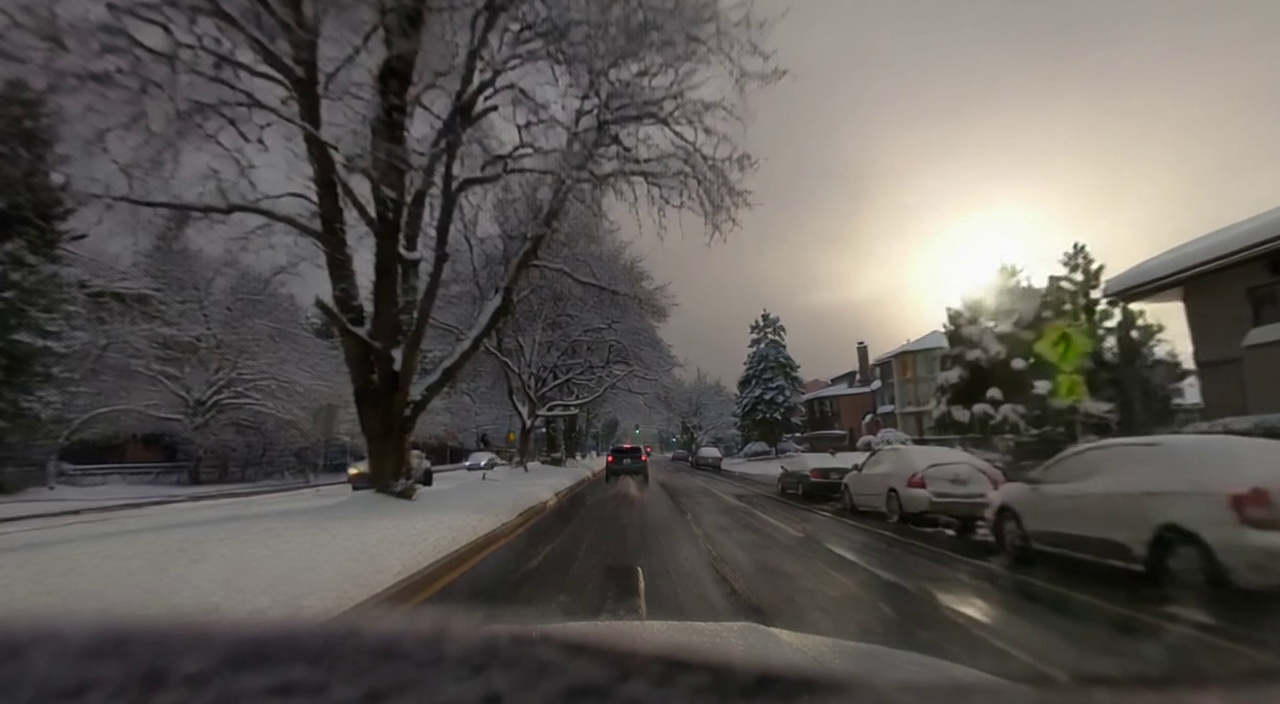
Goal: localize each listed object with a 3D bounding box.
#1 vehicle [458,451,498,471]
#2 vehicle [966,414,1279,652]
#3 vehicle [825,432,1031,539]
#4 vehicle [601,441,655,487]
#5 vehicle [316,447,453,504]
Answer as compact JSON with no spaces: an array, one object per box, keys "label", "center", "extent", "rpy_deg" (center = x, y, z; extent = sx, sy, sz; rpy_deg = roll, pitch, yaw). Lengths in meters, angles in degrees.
[{"label":"vehicle","center":[-12.475,8.420,48.965],"extent":[1.890,1.473,4.419],"rpy_deg":[0,-9,0]},{"label":"vehicle","center":[5.770,1.655,6.783],"extent":[2.082,1.736,4.561],"rpy_deg":[0,-9,0]},{"label":"vehicle","center":[5.572,2.618,13.111],"extent":[1.943,1.778,4.778],"rpy_deg":[0,-9,-1]},{"label":"vehicle","center":[-0.469,4.589,26.200],"extent":[2.070,1.698,3.925],"rpy_deg":[0,-9,0]},{"label":"vehicle","center":[-7.426,3.613,19.043],"extent":[2.105,1.474,4.808],"rpy_deg":[0,-9,0]}]
